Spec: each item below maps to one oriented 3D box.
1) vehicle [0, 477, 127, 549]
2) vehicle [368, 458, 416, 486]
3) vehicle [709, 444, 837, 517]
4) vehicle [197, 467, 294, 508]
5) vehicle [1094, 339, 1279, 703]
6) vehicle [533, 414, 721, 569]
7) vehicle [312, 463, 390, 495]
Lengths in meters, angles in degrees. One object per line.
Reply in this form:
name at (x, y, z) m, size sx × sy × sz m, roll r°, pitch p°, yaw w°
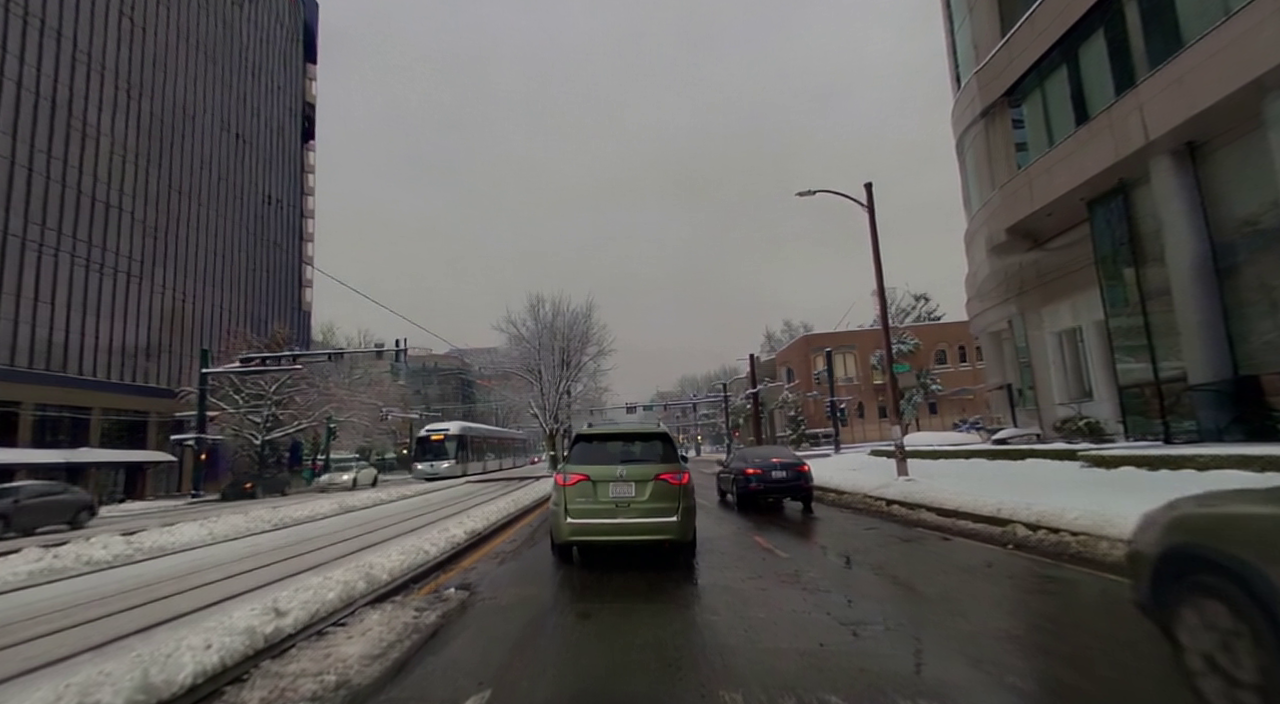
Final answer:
vehicle at (-15.093, 3.848, 15.309) m, size 1.798 × 1.409 × 4.239 m, roll 0°, pitch -8°, yaw -2°
vehicle at (-19.455, 9.393, 49.776) m, size 1.933 × 1.919 × 4.913 m, roll 0°, pitch -8°, yaw -3°
vehicle at (2.989, 2.968, 15.232) m, size 1.993 × 1.480 × 4.324 m, roll 0°, pitch -8°, yaw -2°
vehicle at (-19.440, 6.677, 31.419) m, size 2.066 × 1.700 × 4.536 m, roll 0°, pitch -9°, yaw -3°
vehicle at (3.527, 0.608, 1.083) m, size 2.029 × 1.717 × 4.624 m, roll 0°, pitch -8°, yaw 0°
vehicle at (-0.243, 1.937, 9.551) m, size 2.178 × 1.779 × 4.255 m, roll 0°, pitch -8°, yaw -2°
vehicle at (-15.310, 6.721, 33.800) m, size 2.077 × 1.458 × 4.718 m, roll 0°, pitch -8°, yaw -2°
